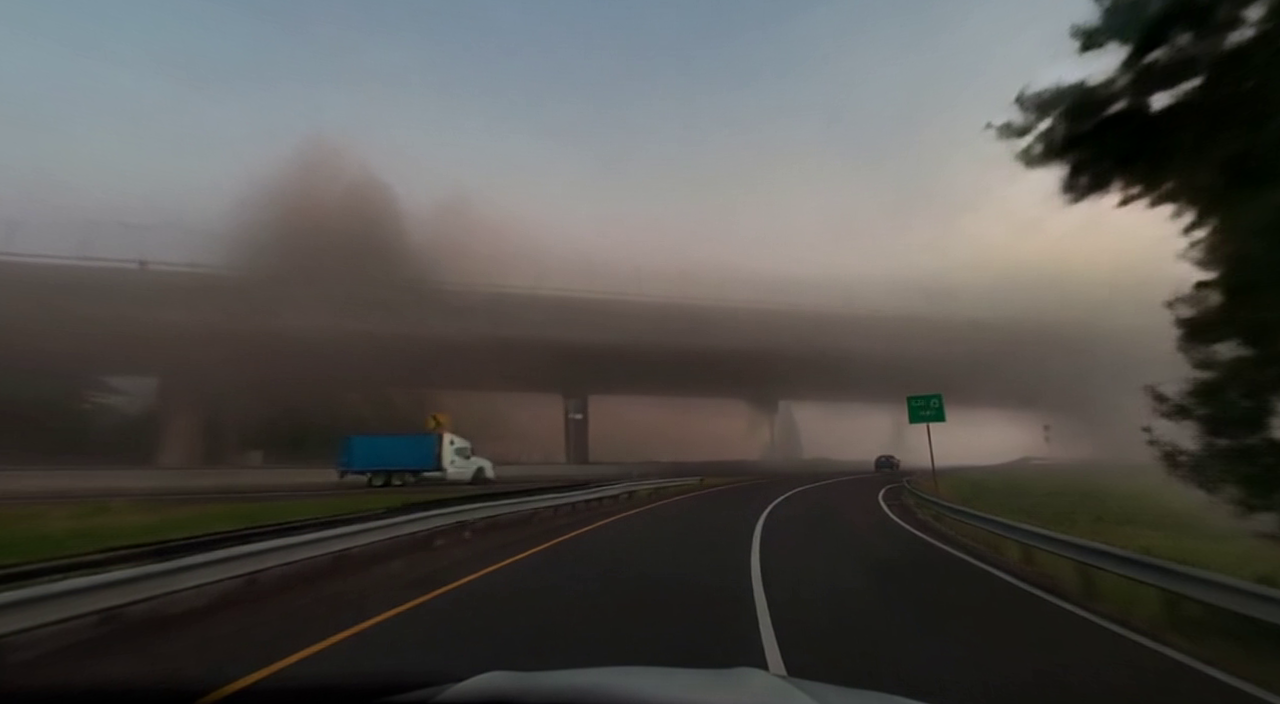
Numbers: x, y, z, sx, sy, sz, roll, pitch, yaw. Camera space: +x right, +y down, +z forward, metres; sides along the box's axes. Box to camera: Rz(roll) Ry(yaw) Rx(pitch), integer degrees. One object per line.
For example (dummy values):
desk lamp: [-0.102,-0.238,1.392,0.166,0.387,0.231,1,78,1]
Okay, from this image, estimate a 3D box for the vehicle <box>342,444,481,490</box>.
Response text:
vehicle: [-7.869,3.951,21.924,1.940,1.444,4.024,-9,-13,44]
